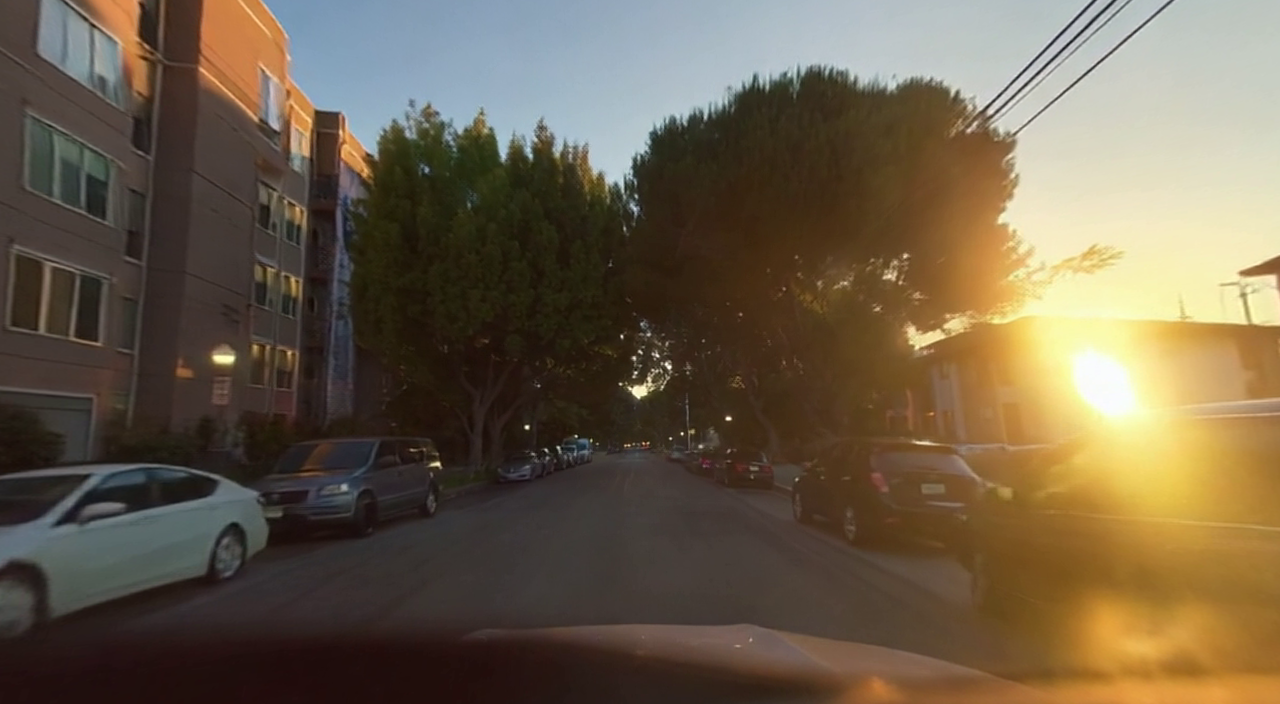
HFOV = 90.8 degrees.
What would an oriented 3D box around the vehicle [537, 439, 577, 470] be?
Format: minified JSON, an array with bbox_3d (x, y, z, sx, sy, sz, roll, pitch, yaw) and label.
[{"bbox_3d":[-5.398,6.740,41.835,2.069,1.881,4.697,0,-8,-1],"label":"vehicle"}]

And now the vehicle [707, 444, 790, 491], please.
[{"bbox_3d":[3.659,3.974,22.237,1.881,1.460,4.737,0,-8,-3],"label":"vehicle"}]

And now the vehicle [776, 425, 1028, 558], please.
[{"bbox_3d":[3.811,2.100,10.343,1.992,1.643,4.735,0,-8,-1],"label":"vehicle"}]

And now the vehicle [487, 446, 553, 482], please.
[{"bbox_3d":[-5.293,4.975,28.463,2.080,1.458,4.511,0,-8,0],"label":"vehicle"}]

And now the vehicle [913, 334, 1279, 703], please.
[{"bbox_3d":[3.755,0.973,3.598,2.082,1.809,4.998,0,-8,-1],"label":"vehicle"}]

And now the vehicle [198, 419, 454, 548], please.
[{"bbox_3d":[-5.306,2.281,11.733,2.213,1.825,4.986,-1,-8,0],"label":"vehicle"}]

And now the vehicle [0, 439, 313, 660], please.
[{"bbox_3d":[-5.316,1.603,5.838,2.026,1.461,4.837,-2,-8,0],"label":"vehicle"}]
